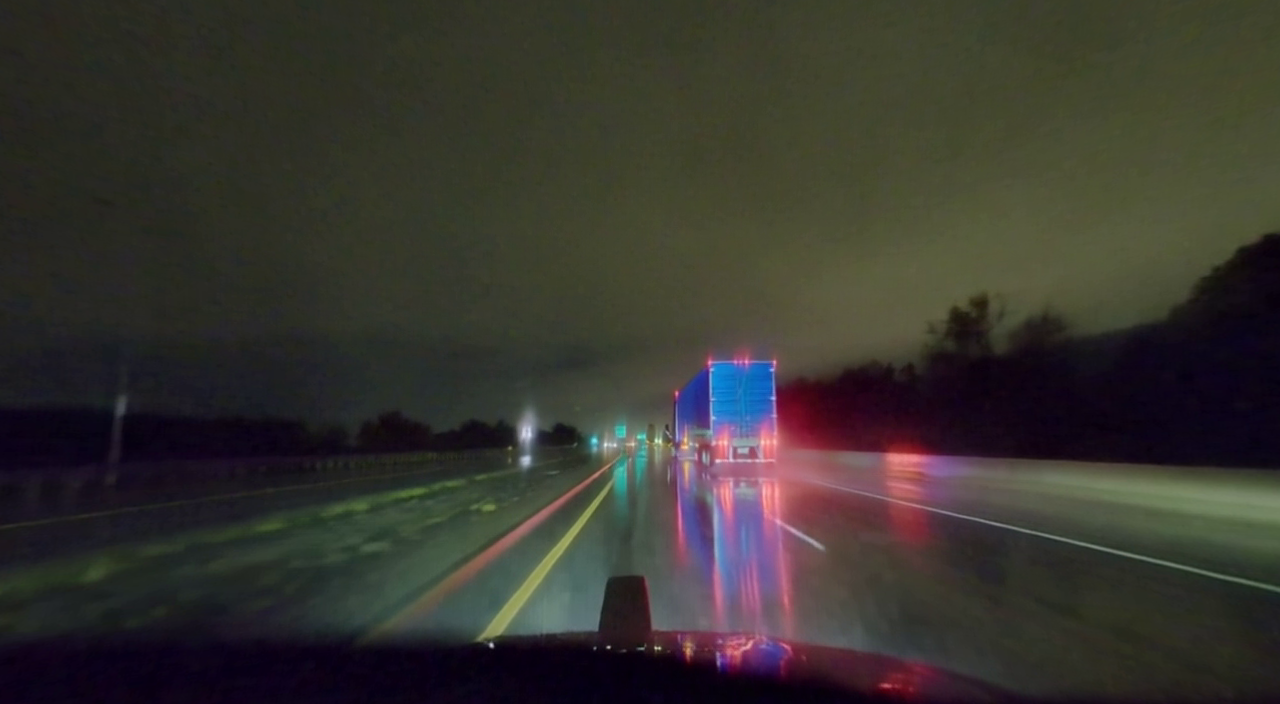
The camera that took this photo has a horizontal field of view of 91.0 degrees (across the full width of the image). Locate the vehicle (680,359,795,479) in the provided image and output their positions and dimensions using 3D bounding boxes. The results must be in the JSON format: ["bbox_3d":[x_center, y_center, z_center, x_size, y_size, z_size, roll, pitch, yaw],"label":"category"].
[{"bbox_3d":[4.166,3.533,30.971,3.615,4.578,13.539,0,-8,1],"label":"vehicle"}]
